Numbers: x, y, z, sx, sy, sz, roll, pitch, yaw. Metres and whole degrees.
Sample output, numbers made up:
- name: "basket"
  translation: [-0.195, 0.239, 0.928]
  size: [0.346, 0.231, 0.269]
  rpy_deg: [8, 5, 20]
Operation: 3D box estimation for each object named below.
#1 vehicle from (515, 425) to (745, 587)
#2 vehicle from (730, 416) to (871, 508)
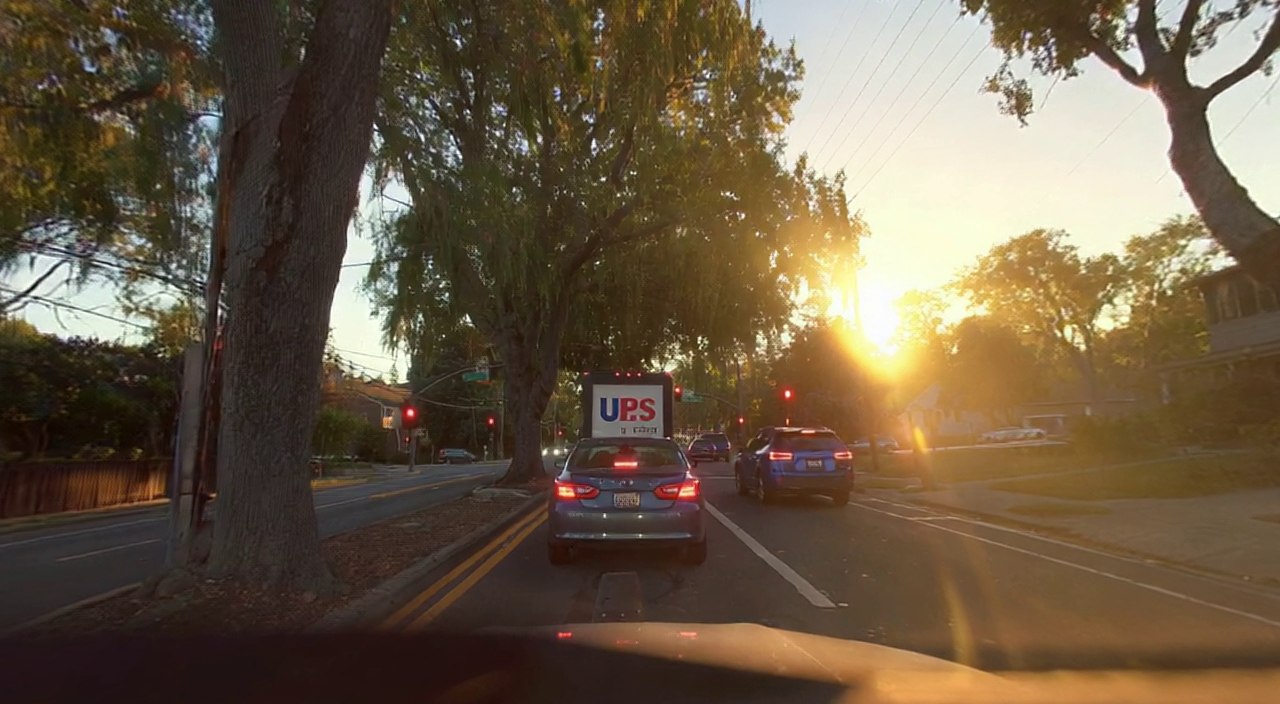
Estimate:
- name: "vehicle"
  translation: [-0.148, 1.742, 8.033]
  size: [2.135, 1.483, 4.207]
  rpy_deg: [0, -8, -2]
- name: "vehicle"
  translation: [3.604, 2.585, 15.226]
  size: [2.145, 1.847, 4.524]
  rpy_deg: [0, -8, -1]
